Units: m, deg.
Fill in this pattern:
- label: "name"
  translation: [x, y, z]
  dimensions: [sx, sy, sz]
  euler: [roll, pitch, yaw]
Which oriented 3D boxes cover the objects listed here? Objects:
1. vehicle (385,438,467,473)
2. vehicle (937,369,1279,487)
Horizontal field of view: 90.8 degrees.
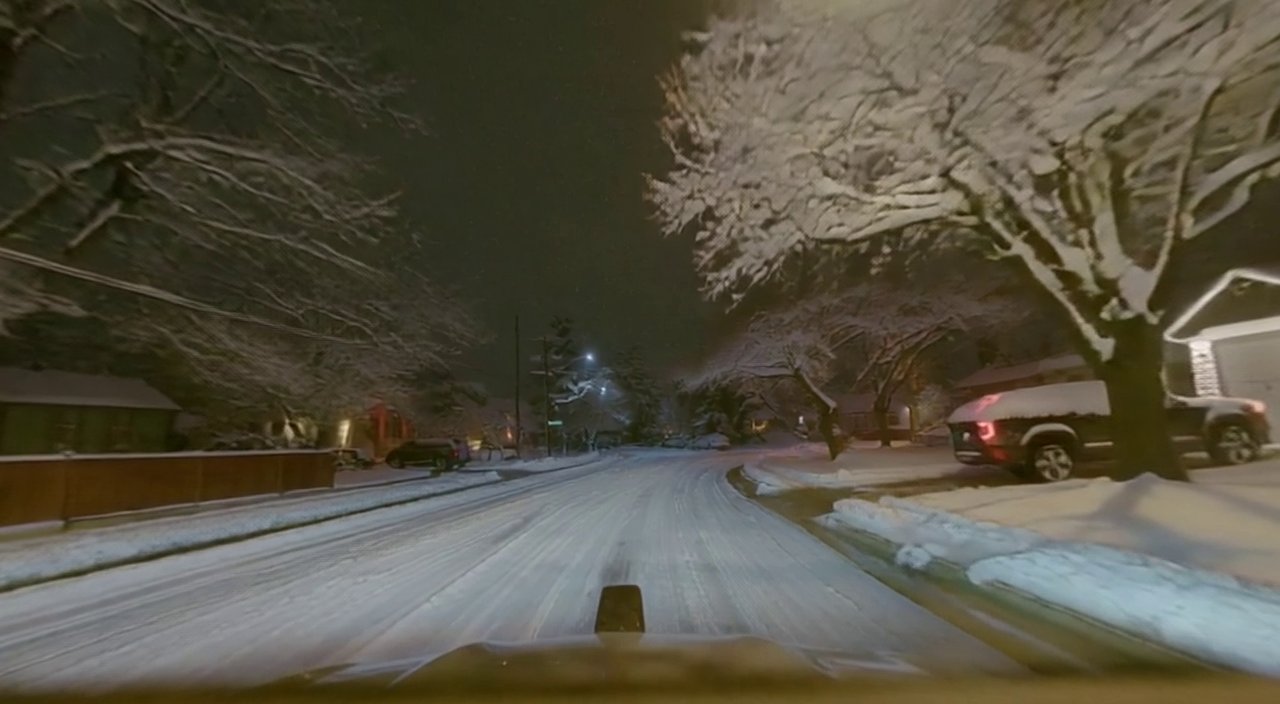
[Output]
- label: "vehicle"
  translation: [-12.799, 6.195, 38.117]
  dimensions: [2.315, 1.835, 5.045]
  euler: [-5, -9, 13]
- label: "vehicle"
  translation: [10.071, 1.653, 13.523]
  dimensions: [6.053, 2.240, 2.582]
  euler: [-1, -8, 2]
